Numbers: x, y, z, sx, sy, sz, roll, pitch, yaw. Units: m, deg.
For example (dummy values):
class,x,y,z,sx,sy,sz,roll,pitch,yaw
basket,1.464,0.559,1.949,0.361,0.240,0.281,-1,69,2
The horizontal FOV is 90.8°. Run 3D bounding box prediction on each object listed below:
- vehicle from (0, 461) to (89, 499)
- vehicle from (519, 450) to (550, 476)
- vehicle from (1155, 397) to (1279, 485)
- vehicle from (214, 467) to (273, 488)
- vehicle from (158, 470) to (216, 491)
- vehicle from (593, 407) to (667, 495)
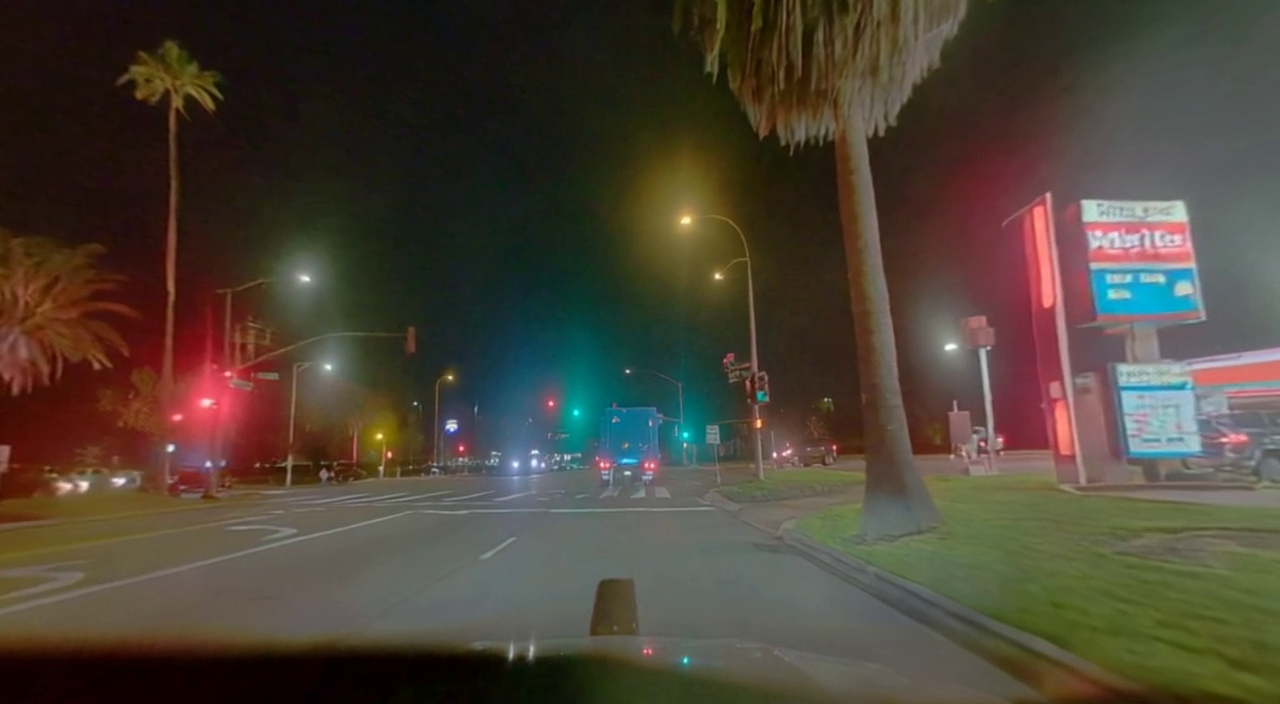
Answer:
class,x,y,z,sx,sy,sz,roll,pitch,yaw
vehicle,-28.173,5.772,28.675,4.303,1.567,2.021,5,-10,-29
vehicle,-7.519,7.863,45.021,1.997,1.679,4.263,1,-9,-9
vehicle,15.782,2.297,16.249,5.078,1.937,2.326,6,-10,-33
vehicle,-31.029,9.813,49.618,1.766,1.428,4.337,0,-8,1
vehicle,-35.736,10.126,49.925,1.834,1.383,3.707,0,-8,0
vehicle,-0.221,3.795,24.528,2.463,2.954,5.938,0,-8,3
